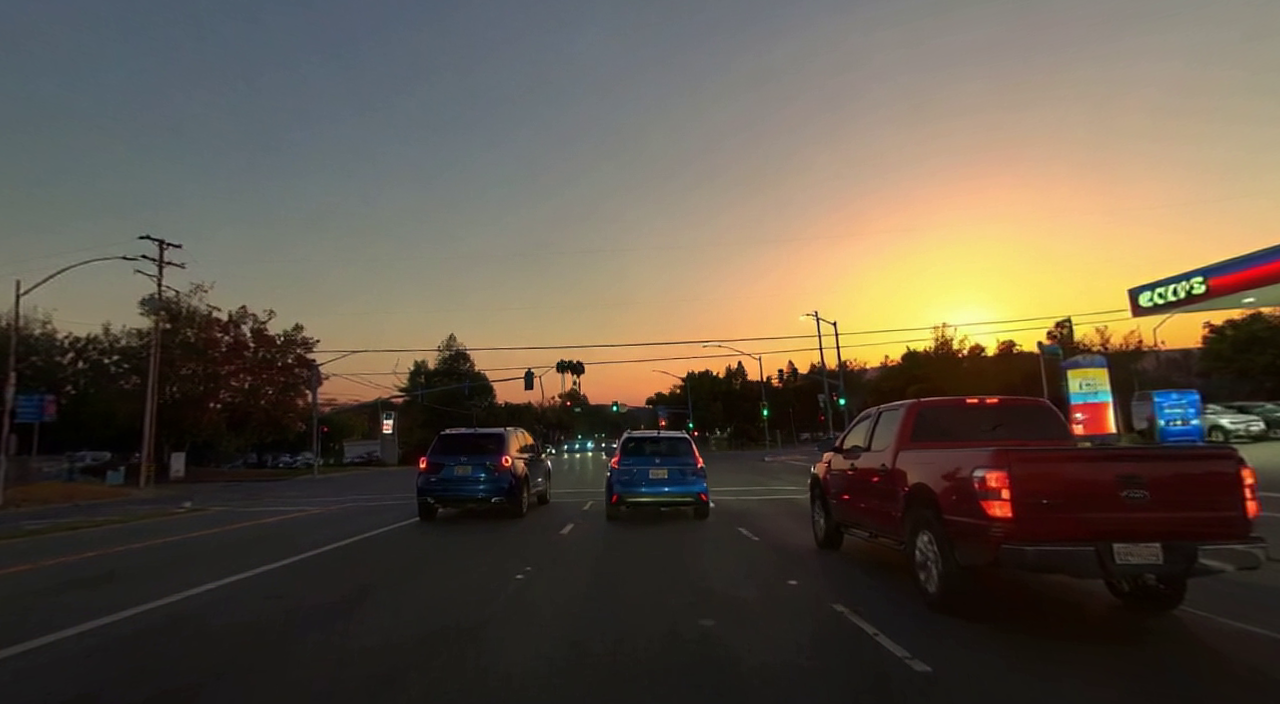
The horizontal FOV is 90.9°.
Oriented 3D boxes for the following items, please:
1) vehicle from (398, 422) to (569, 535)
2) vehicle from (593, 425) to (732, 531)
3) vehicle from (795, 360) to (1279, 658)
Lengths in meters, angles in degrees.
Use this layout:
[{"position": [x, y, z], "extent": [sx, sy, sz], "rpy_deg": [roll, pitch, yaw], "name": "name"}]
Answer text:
[{"position": [-2.699, 2.298, 12.060], "extent": [2.019, 1.731, 4.299], "rpy_deg": [0, -8, 2], "name": "vehicle"}, {"position": [0.342, 2.285, 11.991], "extent": [2.181, 1.650, 4.083], "rpy_deg": [0, -8, 0], "name": "vehicle"}, {"position": [3.423, 1.367, 6.685], "extent": [2.161, 1.868, 5.321], "rpy_deg": [0, -8, 0], "name": "vehicle"}]
